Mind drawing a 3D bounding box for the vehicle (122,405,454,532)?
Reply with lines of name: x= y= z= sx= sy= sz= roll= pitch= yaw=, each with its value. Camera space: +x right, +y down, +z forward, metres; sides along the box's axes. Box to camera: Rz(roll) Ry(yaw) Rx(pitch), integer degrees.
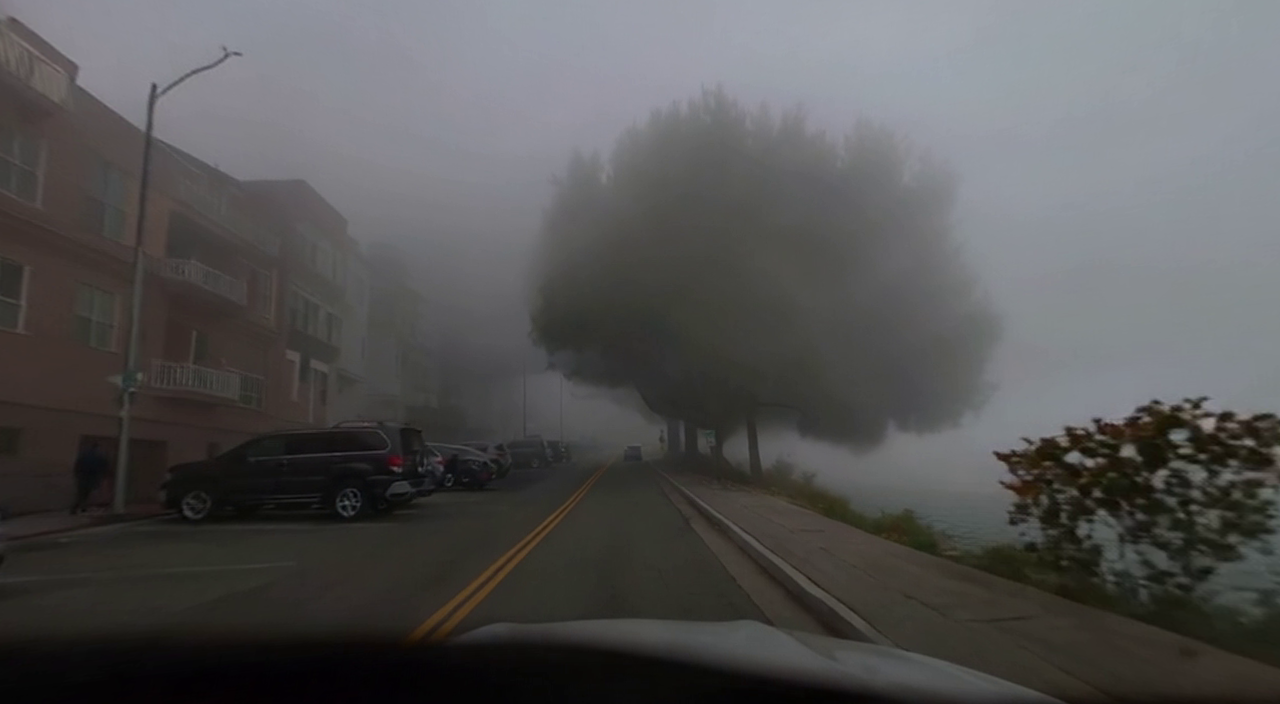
vehicle: x=-7.216 y=2.451 z=13.649 sx=5.592 sy=2.439 sz=2.515 roll=0 pitch=-9 yaw=-1
